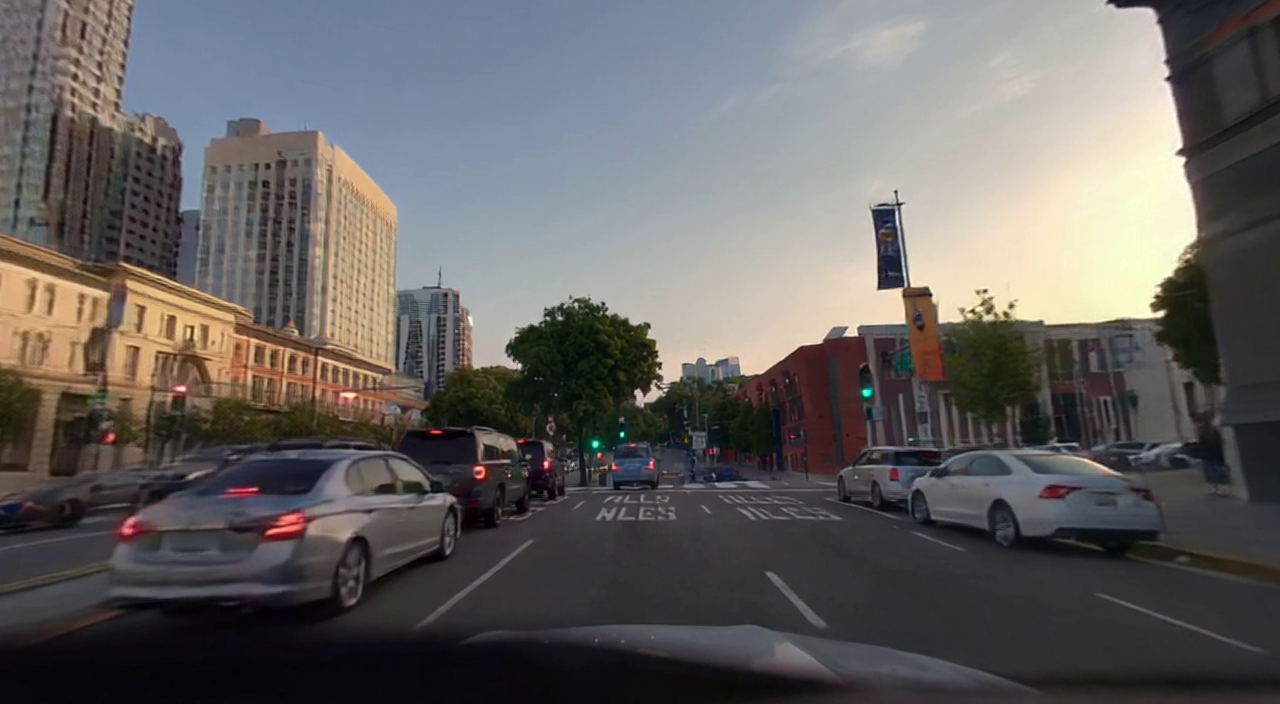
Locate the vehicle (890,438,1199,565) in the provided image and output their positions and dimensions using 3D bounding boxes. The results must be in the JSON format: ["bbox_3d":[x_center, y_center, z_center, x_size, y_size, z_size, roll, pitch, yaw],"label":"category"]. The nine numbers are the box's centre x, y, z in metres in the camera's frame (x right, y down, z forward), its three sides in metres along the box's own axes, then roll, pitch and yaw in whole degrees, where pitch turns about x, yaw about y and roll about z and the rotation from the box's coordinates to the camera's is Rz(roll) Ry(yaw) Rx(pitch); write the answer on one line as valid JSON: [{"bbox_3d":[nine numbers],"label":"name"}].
[{"bbox_3d":[5.882,2.182,10.067,1.919,1.529,4.558,0,-9,0],"label":"vehicle"}]

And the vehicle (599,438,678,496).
[{"bbox_3d":[0.090,3.899,21.888,2.328,1.746,5.072,-1,-9,4],"label":"vehicle"}]

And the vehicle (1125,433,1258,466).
[{"bbox_3d":[26.827,4.781,30.792,4.598,1.519,1.994,0,-10,-1],"label":"vehicle"}]

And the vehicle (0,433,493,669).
[{"bbox_3d":[-3.009,1.590,6.256,1.930,1.450,4.497,0,-9,1],"label":"vehicle"}]

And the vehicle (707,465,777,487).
[{"bbox_3d":[7.447,9.125,46.470,4.766,1.502,1.891,0,-9,-4],"label":"vehicle"}]
